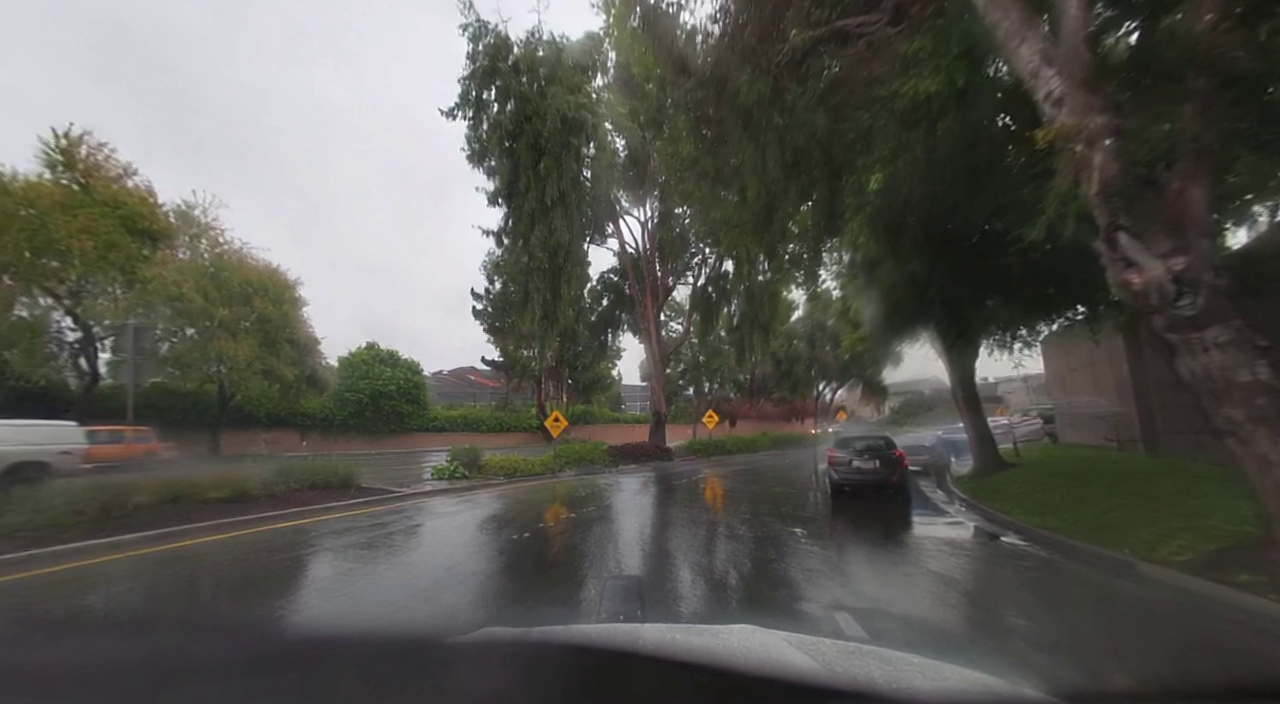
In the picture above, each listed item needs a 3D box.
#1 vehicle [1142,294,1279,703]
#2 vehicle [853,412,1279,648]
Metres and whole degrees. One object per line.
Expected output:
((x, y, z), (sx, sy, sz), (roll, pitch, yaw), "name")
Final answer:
((3.204, 0.443, 0.361), (2.176, 1.746, 4.335), (0, -8, -1), "vehicle")
((3.550, 1.427, 6.261), (1.877, 1.416, 4.604), (-1, -8, 8), "vehicle")
